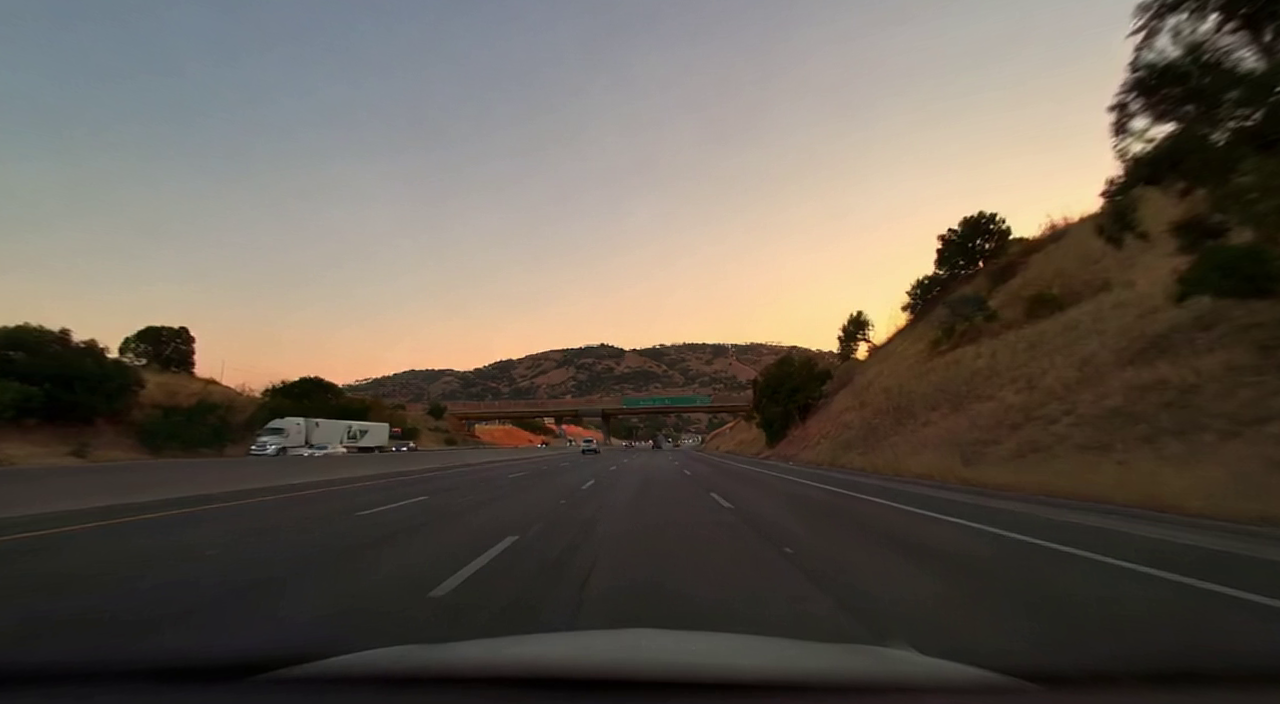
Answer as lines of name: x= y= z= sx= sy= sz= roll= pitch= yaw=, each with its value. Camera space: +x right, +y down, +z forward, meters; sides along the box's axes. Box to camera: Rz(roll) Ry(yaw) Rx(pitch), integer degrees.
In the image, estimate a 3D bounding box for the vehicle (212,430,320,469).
vehicle: x=-24.153 y=6.352 z=41.226 sx=2.639 sy=2.330 sz=7.053 roll=0 pitch=-9 yaw=1
